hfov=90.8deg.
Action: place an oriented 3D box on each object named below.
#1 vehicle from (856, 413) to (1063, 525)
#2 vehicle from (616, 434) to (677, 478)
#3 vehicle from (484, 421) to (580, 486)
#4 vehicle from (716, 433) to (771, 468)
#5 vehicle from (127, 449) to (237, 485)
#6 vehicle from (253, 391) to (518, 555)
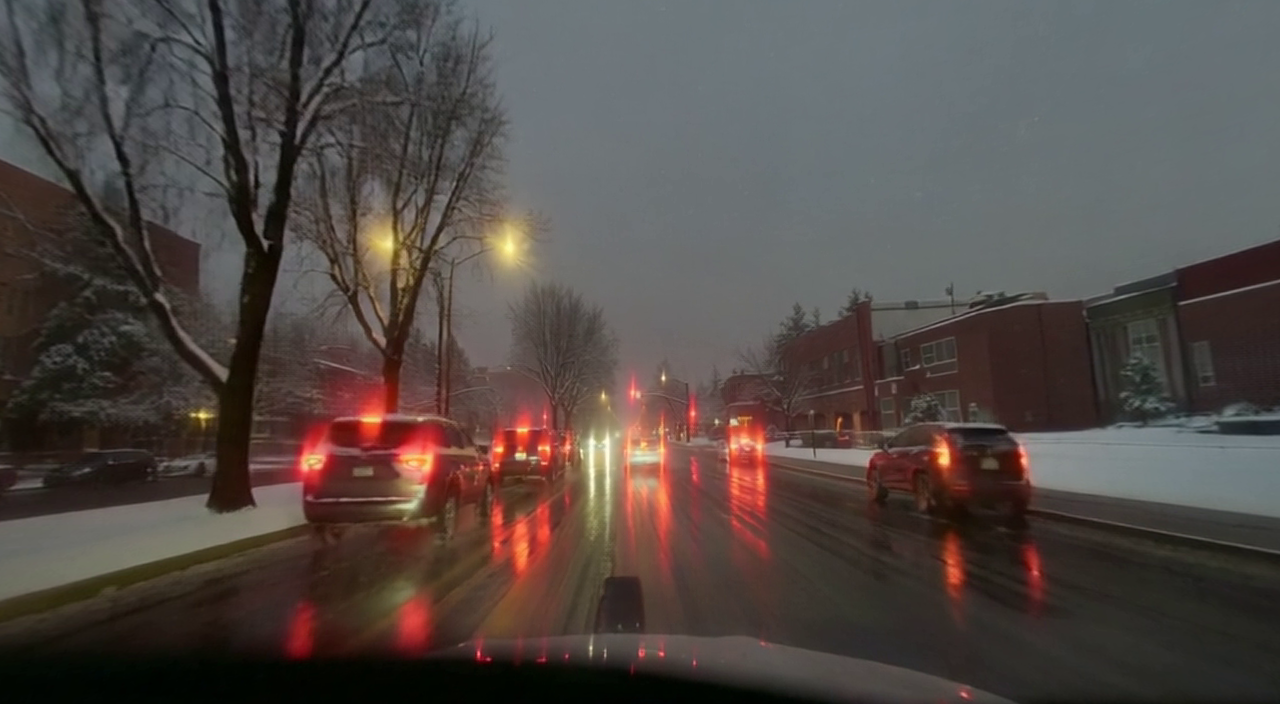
[{"bbox_3d":[6.410,2.389,13.410,1.997,1.943,4.409,0,-9,0],"label":"vehicle"},{"bbox_3d":[0.170,4.121,25.197,2.201,1.589,3.843,0,-9,-3],"label":"vehicle"},{"bbox_3d":[-3.526,3.456,21.738,2.487,1.978,4.628,0,-9,0],"label":"vehicle"},{"bbox_3d":[5.981,5.771,37.079,2.300,1.903,4.579,0,-9,-1],"label":"vehicle"},{"bbox_3d":[-22.409,5.598,31.177,2.148,1.607,4.428,0,-9,-1],"label":"vehicle"},{"bbox_3d":[-3.530,1.816,10.101,2.223,1.957,4.845,0,-9,0],"label":"vehicle"}]
